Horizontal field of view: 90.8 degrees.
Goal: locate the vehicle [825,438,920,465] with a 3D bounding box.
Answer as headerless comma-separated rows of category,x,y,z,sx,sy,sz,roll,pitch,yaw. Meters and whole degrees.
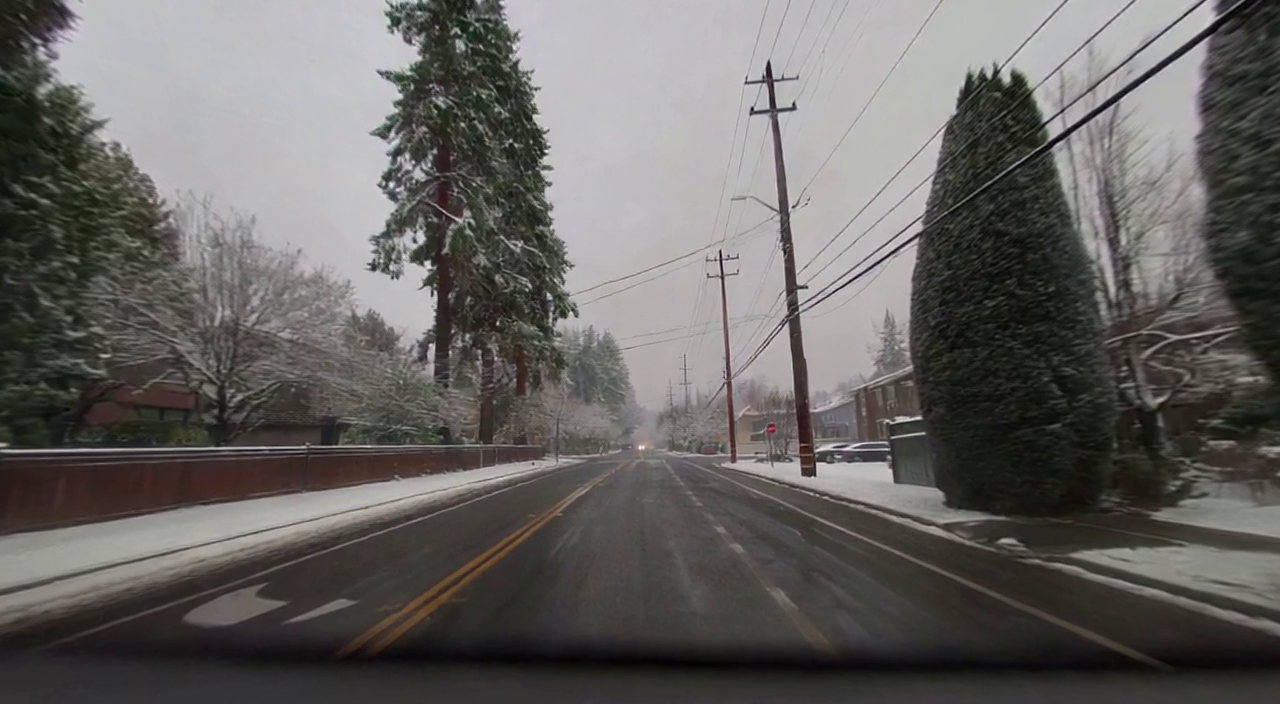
vehicle,13.239,5.682,36.195,4.650,1.484,1.929,0,-9,0
